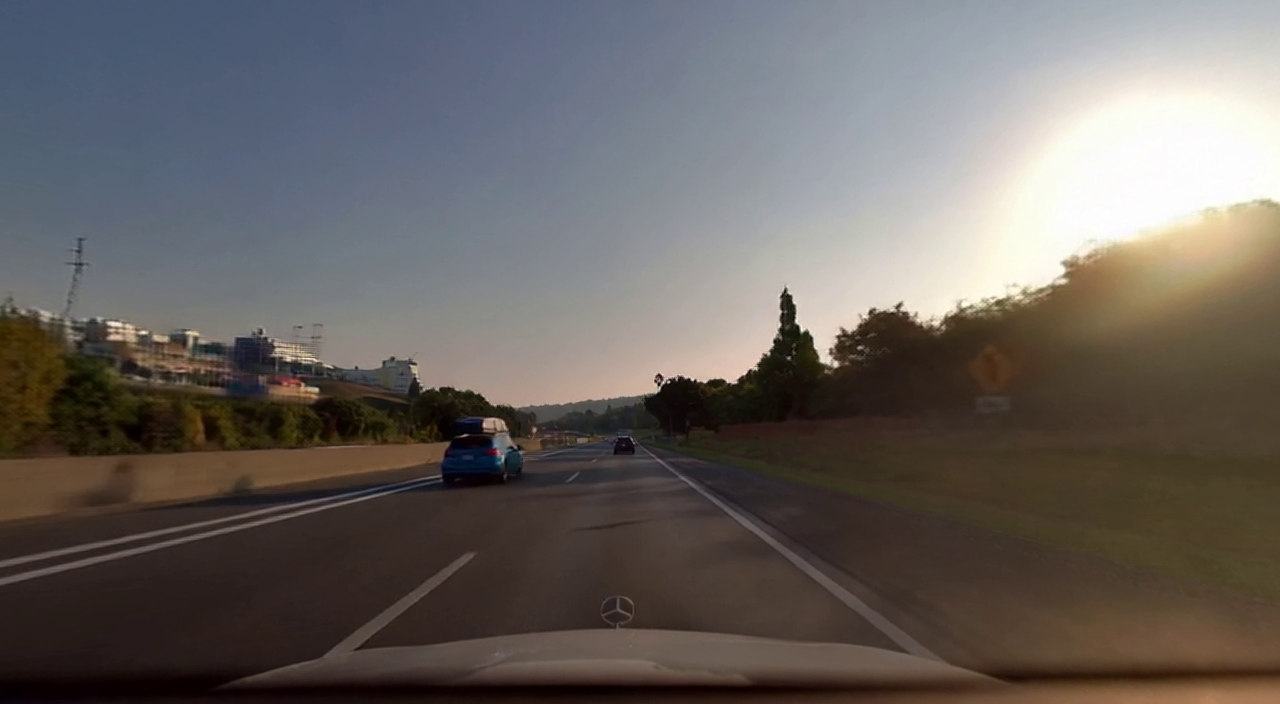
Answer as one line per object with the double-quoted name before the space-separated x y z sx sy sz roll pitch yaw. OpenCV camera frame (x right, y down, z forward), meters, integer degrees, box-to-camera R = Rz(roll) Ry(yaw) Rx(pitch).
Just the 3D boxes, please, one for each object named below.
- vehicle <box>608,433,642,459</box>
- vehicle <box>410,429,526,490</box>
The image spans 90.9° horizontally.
"vehicle" -0.995 6.317 42.542 2.151 1.618 3.898 0 -8 -1
"vehicle" -4.900 3.124 18.751 2.189 1.580 4.607 0 -8 0
